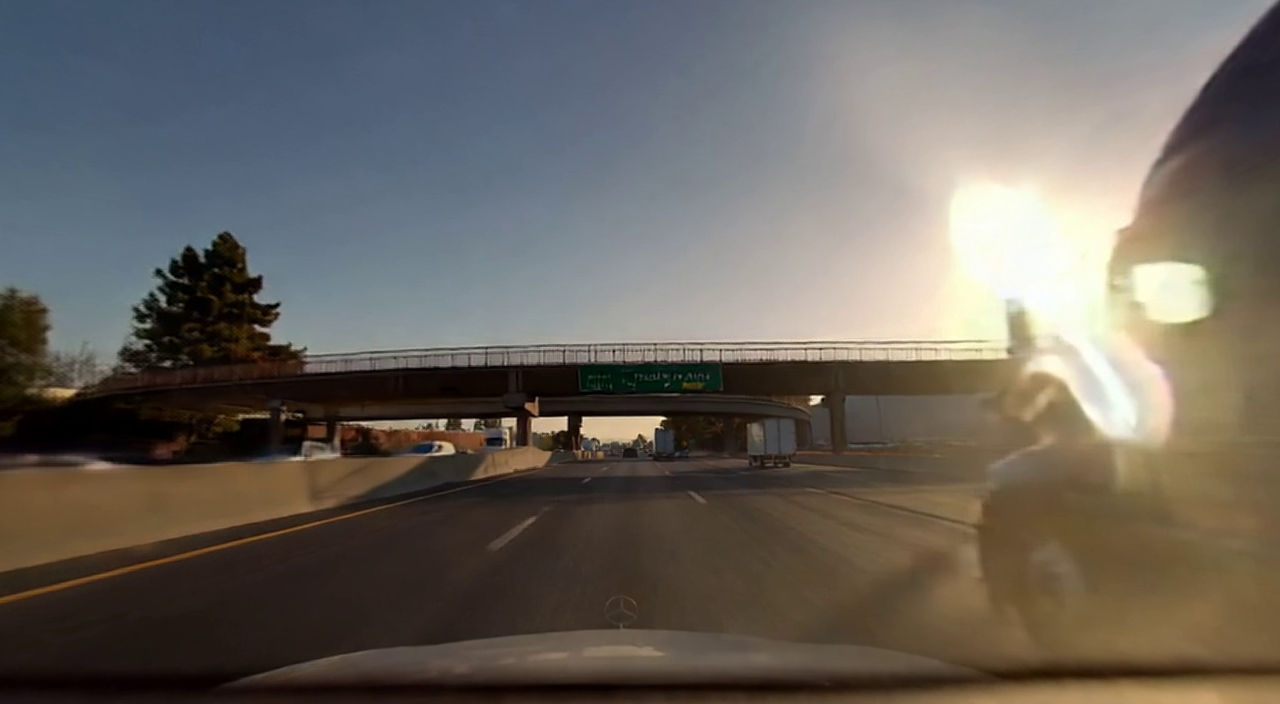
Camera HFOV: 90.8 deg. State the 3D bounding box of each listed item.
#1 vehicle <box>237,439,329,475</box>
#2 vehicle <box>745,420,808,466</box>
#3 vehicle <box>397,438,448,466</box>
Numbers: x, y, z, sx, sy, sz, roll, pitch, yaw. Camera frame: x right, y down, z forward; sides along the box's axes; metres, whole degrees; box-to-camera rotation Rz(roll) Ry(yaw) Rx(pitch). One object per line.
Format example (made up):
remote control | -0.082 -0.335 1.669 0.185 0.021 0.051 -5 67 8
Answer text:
vehicle | -17.751 5.241 31.691 1.928 1.648 4.514 0 -9 1
vehicle | 10.543 7.240 49.955 2.912 3.293 9.588 0 -9 0
vehicle | -13.784 6.351 40.246 1.807 1.667 3.770 0 -9 1
